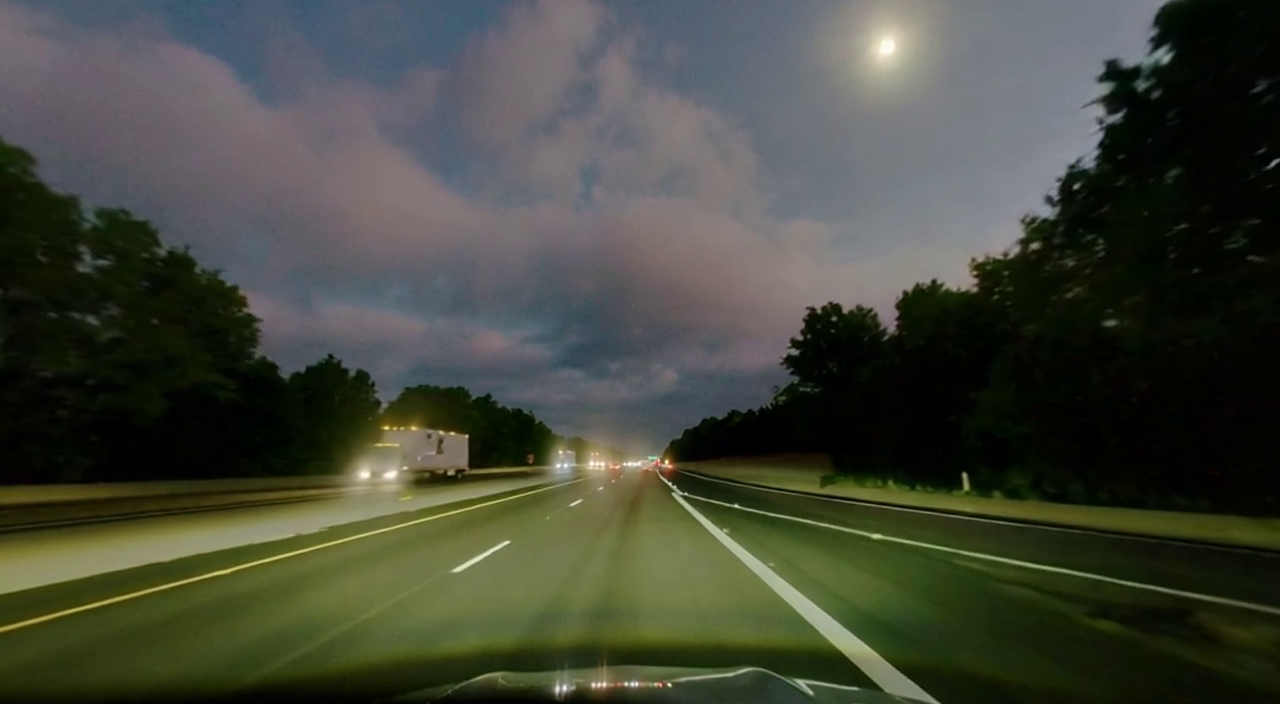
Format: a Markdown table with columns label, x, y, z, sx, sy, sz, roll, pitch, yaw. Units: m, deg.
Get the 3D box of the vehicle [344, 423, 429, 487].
| label | x | y | z | sx | sy | sz | roll | pitch | yaw |
| --- | --- | --- | --- | --- | --- | --- | --- | --- | --- |
| vehicle | -17.109 | 7.087 | 43.029 | 3.002 | 4.023 | 5.968 | 0 | -10 | 1 |
